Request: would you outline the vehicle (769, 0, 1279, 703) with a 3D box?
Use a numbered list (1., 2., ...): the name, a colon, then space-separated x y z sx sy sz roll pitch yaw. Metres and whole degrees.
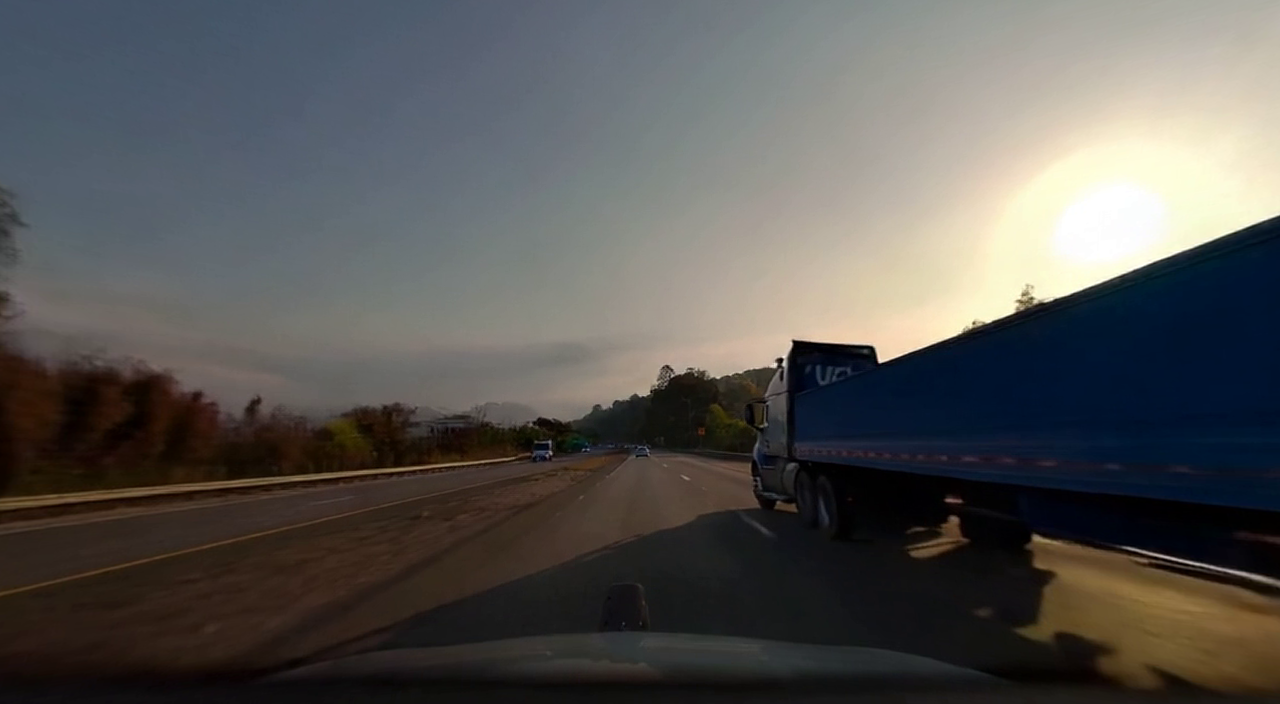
1. vehicle: 3.989 0.200 5.228 3.341 4.269 12.252 0 -9 0
